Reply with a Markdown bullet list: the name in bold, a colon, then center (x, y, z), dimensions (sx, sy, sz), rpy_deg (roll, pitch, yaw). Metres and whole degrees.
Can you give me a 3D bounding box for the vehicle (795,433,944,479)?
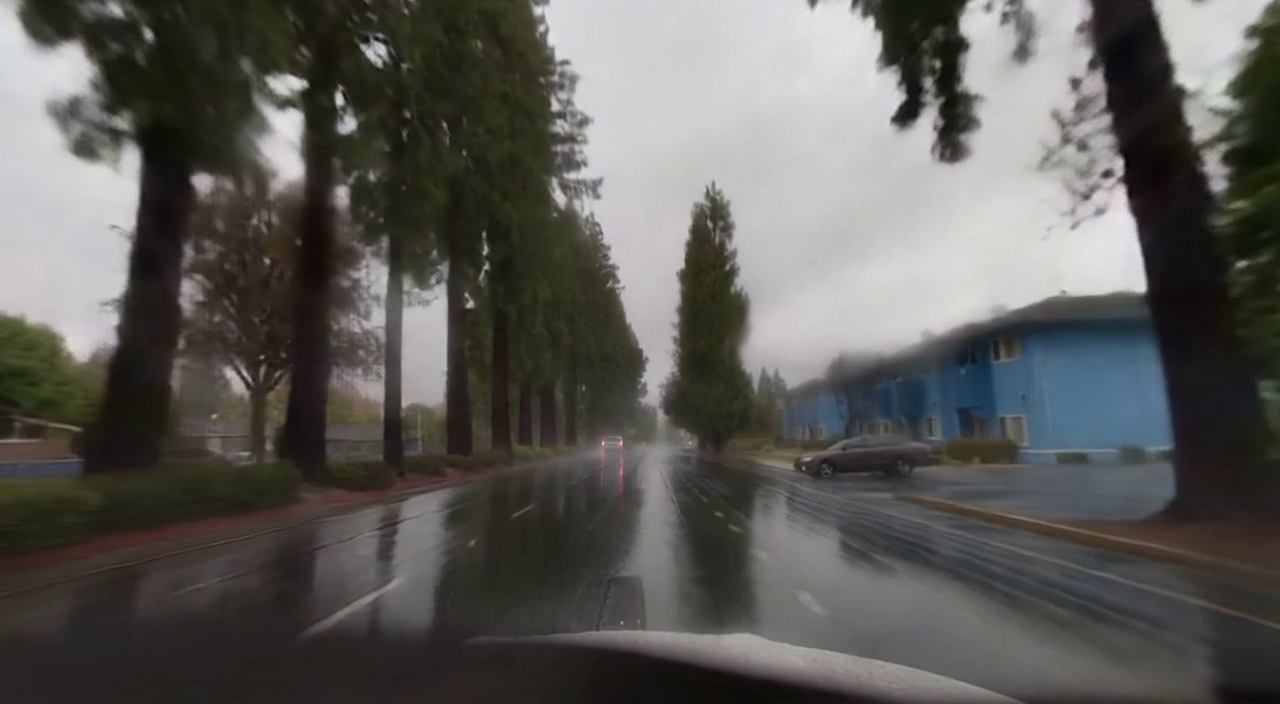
- **vehicle**: center (7.905, 3.634, 22.150), dimensions (4.575, 1.514, 1.932), rpy_deg (-1, -8, 9)
